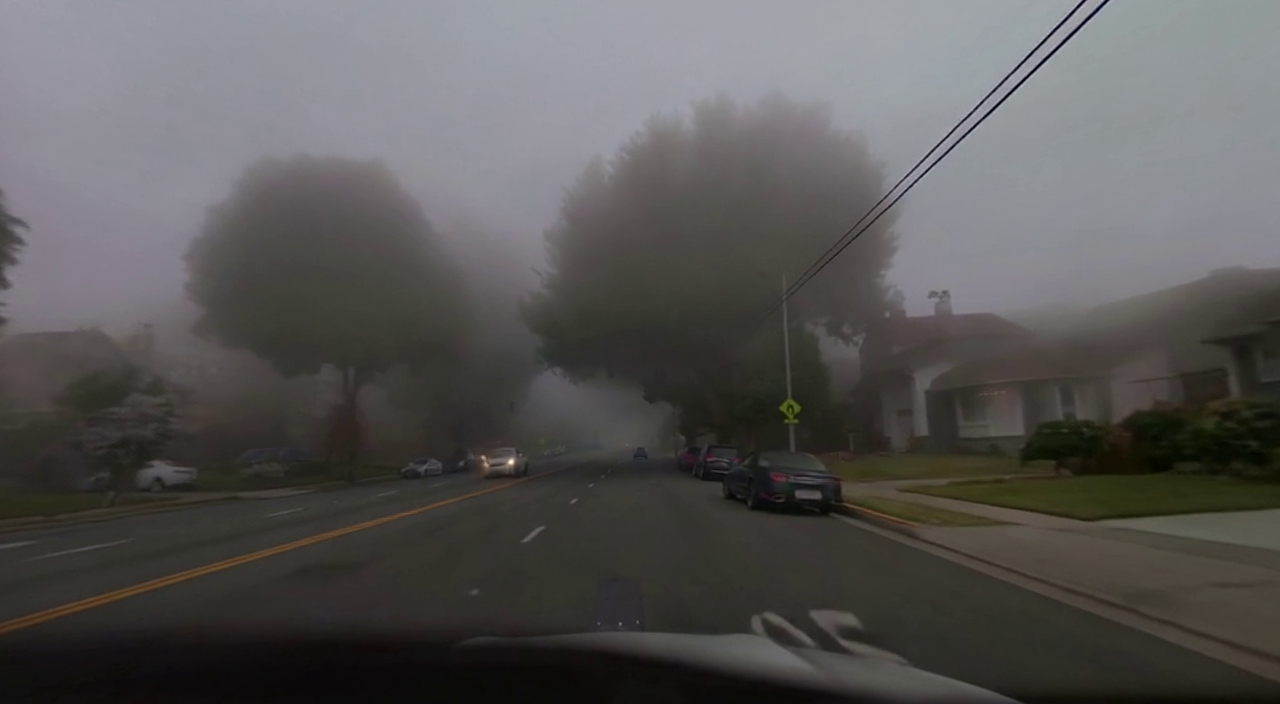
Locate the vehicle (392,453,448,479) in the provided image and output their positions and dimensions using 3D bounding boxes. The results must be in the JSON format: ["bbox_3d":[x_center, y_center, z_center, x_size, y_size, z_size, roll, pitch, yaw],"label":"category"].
[{"bbox_3d":[-13.977,7.258,40.454,2.021,1.513,4.568,0,-9,-1],"label":"vehicle"}]

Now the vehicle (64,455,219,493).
[{"bbox_3d":[-21.219,5.187,27.054,4.870,1.529,2.004,0,-9,0],"label":"vehicle"}]

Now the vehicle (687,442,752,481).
[{"bbox_3d":[3.414,4.830,28.215,2.034,1.551,5.272,0,-9,-2],"label":"vehicle"}]

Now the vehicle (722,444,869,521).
[{"bbox_3d":[3.373,2.951,14.946,2.158,1.477,5.135,0,-9,0],"label":"vehicle"}]

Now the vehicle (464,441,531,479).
[{"bbox_3d":[-7.183,5.497,32.430,2.120,1.726,5.445,0,-9,0],"label":"vehicle"}]
